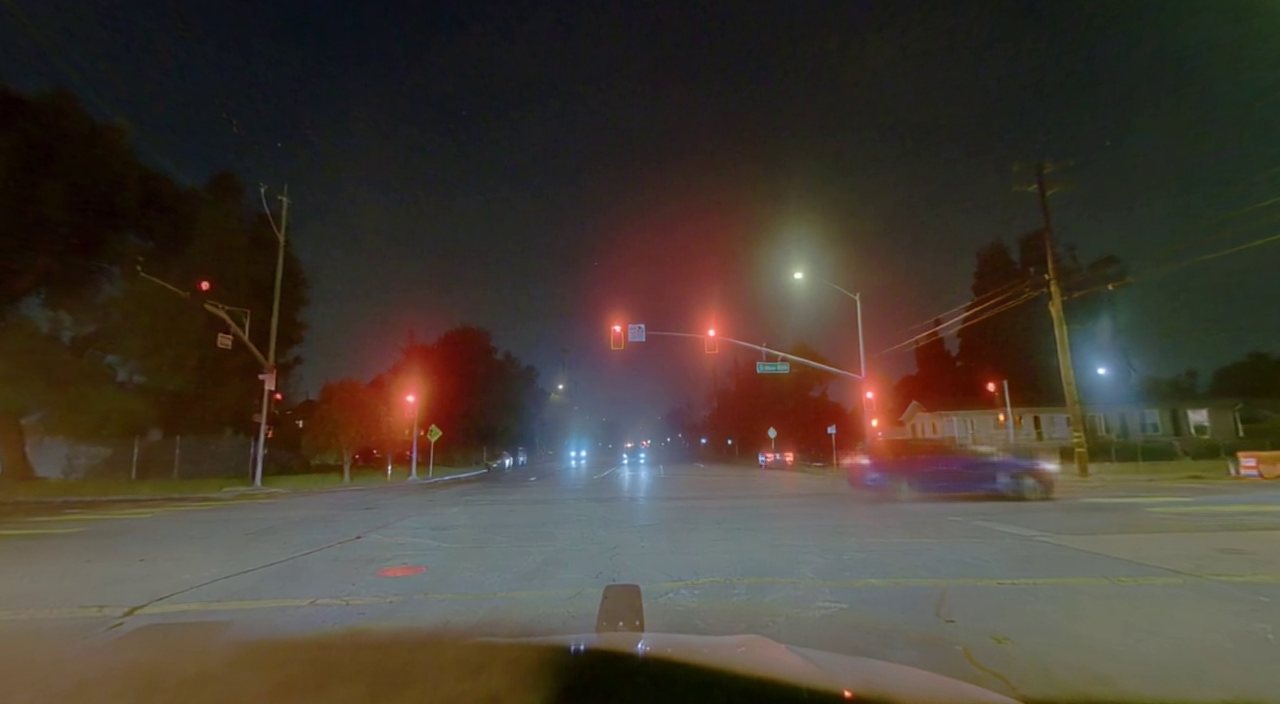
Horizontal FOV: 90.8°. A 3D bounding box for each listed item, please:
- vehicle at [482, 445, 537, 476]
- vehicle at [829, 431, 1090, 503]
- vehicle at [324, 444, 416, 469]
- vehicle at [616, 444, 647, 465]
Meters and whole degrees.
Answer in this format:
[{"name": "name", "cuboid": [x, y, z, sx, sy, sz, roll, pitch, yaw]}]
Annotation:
[{"name": "vehicle", "cuboid": [-6.610, 5.530, 32.390, 1.881, 1.452, 4.121, 0, -8, 0]}, {"name": "vehicle", "cuboid": [7.133, 2.605, 14.546, 4.860, 1.483, 2.077, 0, -8, -1]}, {"name": "vehicle", "cuboid": [-16.403, 6.374, 38.594, 4.713, 1.409, 1.918, 0, -8, -2]}, {"name": "vehicle", "cuboid": [-0.639, 7.495, 46.380, 2.105, 1.457, 4.173, 0, -8, -1]}]
